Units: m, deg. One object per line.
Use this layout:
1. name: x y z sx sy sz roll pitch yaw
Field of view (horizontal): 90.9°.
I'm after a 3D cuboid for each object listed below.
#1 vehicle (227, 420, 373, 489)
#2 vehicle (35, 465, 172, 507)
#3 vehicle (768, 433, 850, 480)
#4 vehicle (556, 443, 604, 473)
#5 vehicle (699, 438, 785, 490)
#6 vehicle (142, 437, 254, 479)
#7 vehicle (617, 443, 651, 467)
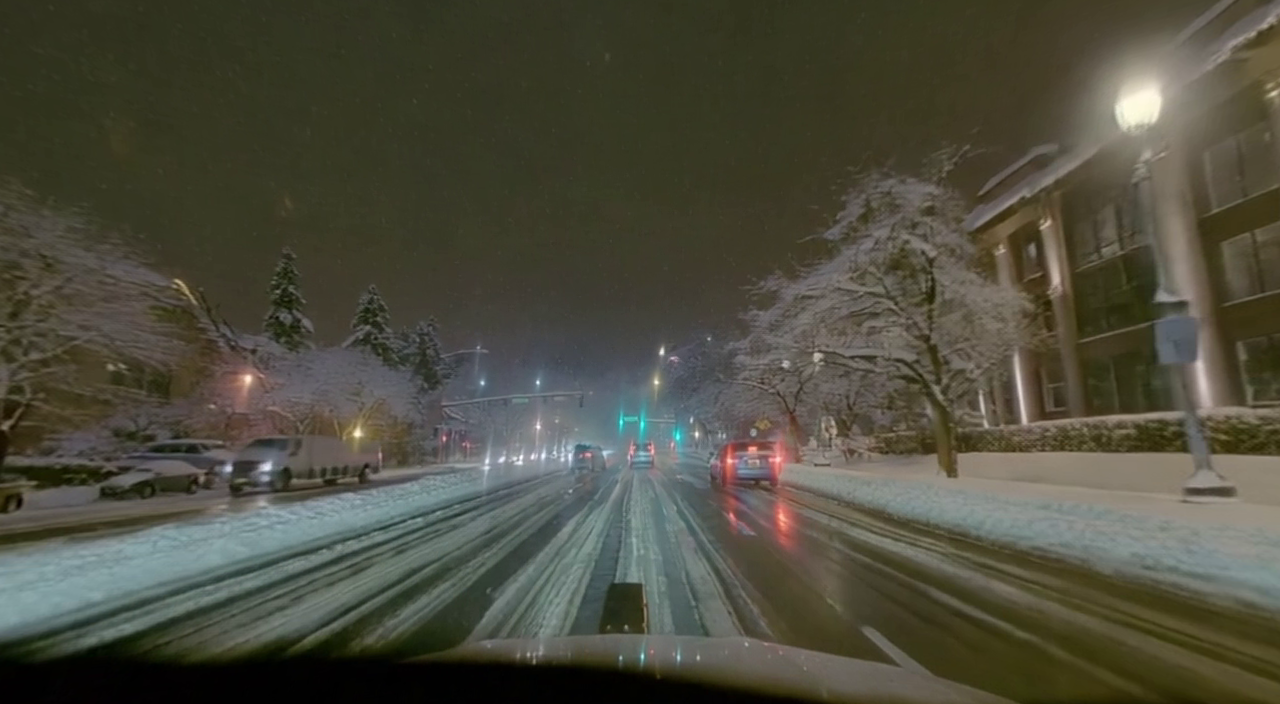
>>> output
1. vehicle: -19.063 5.827 36.365 2.995 3.396 9.534 0 -9 0
2. vehicle: -22.572 5.602 26.795 1.871 1.471 4.482 0 -9 0
3. vehicle: 6.922 4.357 26.458 2.023 1.758 4.795 0 -9 -1
4. vehicle: -3.174 5.741 34.311 2.082 1.467 4.379 -1 -9 1
5. vehicle: 3.237 3.651 20.886 1.990 1.486 4.431 0 -9 -1
6. vehicle: -31.594 7.587 45.213 6.185 2.849 2.291 0 -9 -1
7. vehicle: -0.380 6.720 41.386 2.101 1.480 3.929 0 -9 0
